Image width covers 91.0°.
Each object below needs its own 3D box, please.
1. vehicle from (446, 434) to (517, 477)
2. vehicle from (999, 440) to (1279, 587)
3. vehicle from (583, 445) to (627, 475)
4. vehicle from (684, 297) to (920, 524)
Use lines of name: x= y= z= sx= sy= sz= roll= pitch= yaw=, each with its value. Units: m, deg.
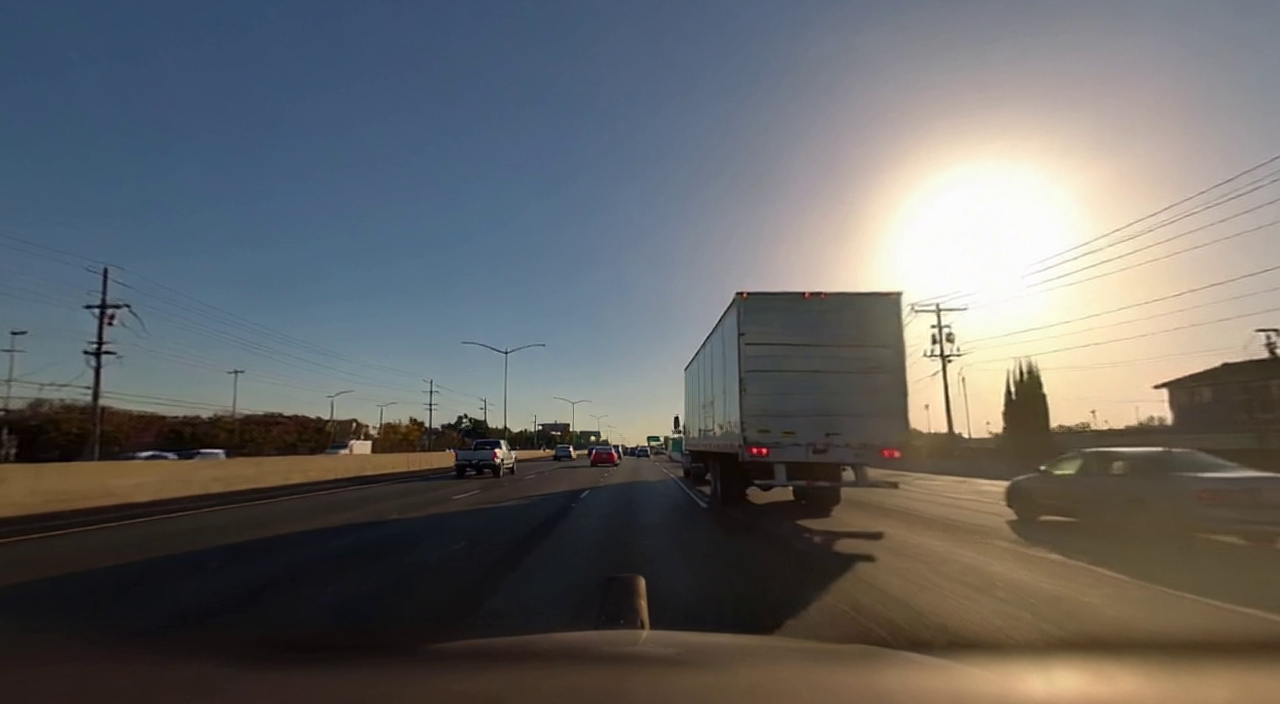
vehicle: x=-7.345 y=4.855 z=29.700 sx=2.147 sy=1.825 sz=4.602 roll=0 pitch=-9 yaw=0
vehicle: x=7.396 y=2.015 z=8.840 sx=1.953 sy=1.488 sz=4.631 roll=0 pitch=-9 yaw=0
vehicle: x=-1.809 y=5.789 z=33.991 sx=2.060 sy=1.508 sz=4.308 roll=0 pitch=-9 yaw=1
vehicle: x=3.175 y=1.844 z=16.767 sx=3.045 sy=3.923 sz=11.834 roll=0 pitch=-9 yaw=0
